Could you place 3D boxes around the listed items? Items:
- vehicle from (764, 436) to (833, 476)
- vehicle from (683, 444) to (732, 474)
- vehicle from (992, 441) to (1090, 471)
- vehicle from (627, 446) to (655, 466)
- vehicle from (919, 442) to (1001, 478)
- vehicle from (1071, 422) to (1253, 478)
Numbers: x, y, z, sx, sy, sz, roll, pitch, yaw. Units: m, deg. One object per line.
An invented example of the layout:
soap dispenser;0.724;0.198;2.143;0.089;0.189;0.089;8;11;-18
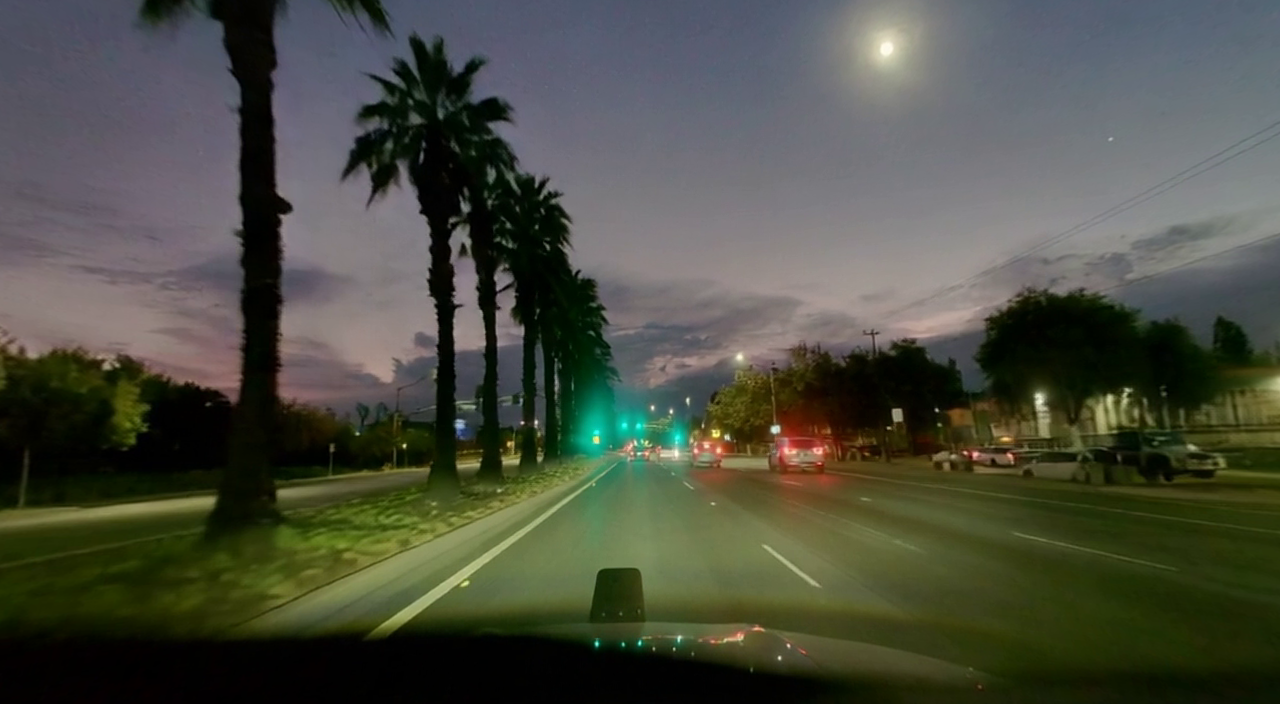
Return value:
vehicle;7.087;4.688;28.642;1.916;1.646;4.258;0;-8;-1
vehicle;3.405;5.482;32.645;1.875;1.452;4.453;0;-8;-2
vehicle;20.999;5.468;33.379;1.822;1.456;4.860;0;-8;-2
vehicle;0.027;7.832;47.803;2.031;1.444;4.361;0;-8;-1
vehicle;14.501;4.899;28.849;1.743;1.505;3.682;0;-8;-1
vehicle;21.088;4.012;26.022;2.304;2.044;5.894;0;-8;-2
